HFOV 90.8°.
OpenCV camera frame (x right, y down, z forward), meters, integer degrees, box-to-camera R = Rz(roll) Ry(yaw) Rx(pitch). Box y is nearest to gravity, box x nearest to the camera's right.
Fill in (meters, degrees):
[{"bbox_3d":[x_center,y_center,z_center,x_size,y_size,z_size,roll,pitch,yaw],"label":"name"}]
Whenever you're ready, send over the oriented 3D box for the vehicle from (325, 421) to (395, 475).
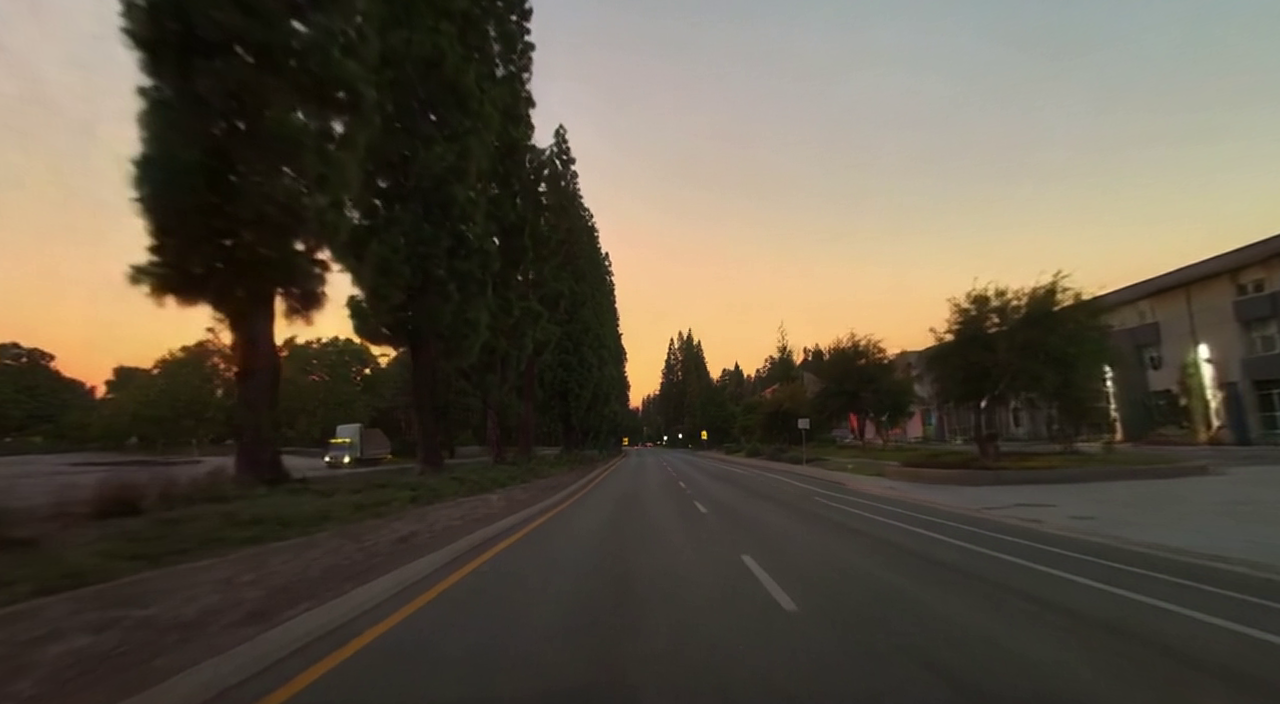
[{"bbox_3d":[-16.939,5.810,38.536,2.575,2.950,4.003,-3,-8,-2],"label":"vehicle"}]
